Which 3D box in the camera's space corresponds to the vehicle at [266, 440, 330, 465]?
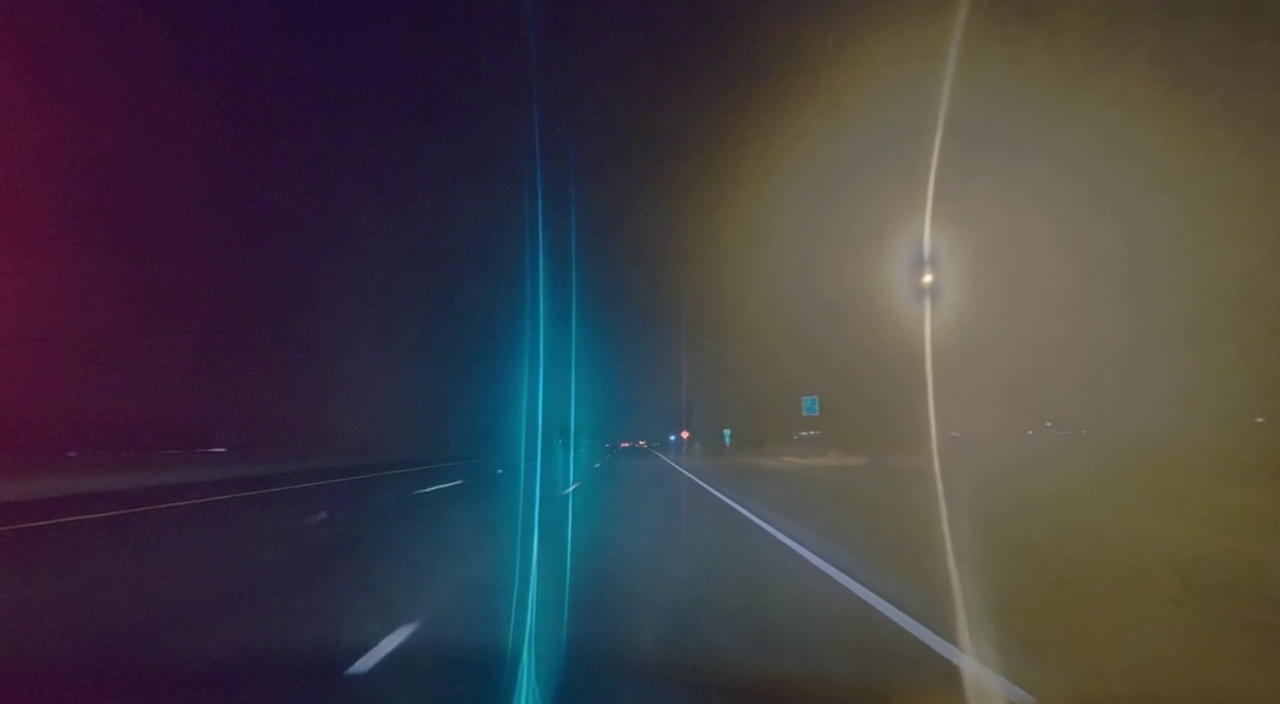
[{"bbox_3d":[-22.349,6.569,41.235,1.884,1.521,4.211,0,-8,-1],"label":"vehicle"}]
